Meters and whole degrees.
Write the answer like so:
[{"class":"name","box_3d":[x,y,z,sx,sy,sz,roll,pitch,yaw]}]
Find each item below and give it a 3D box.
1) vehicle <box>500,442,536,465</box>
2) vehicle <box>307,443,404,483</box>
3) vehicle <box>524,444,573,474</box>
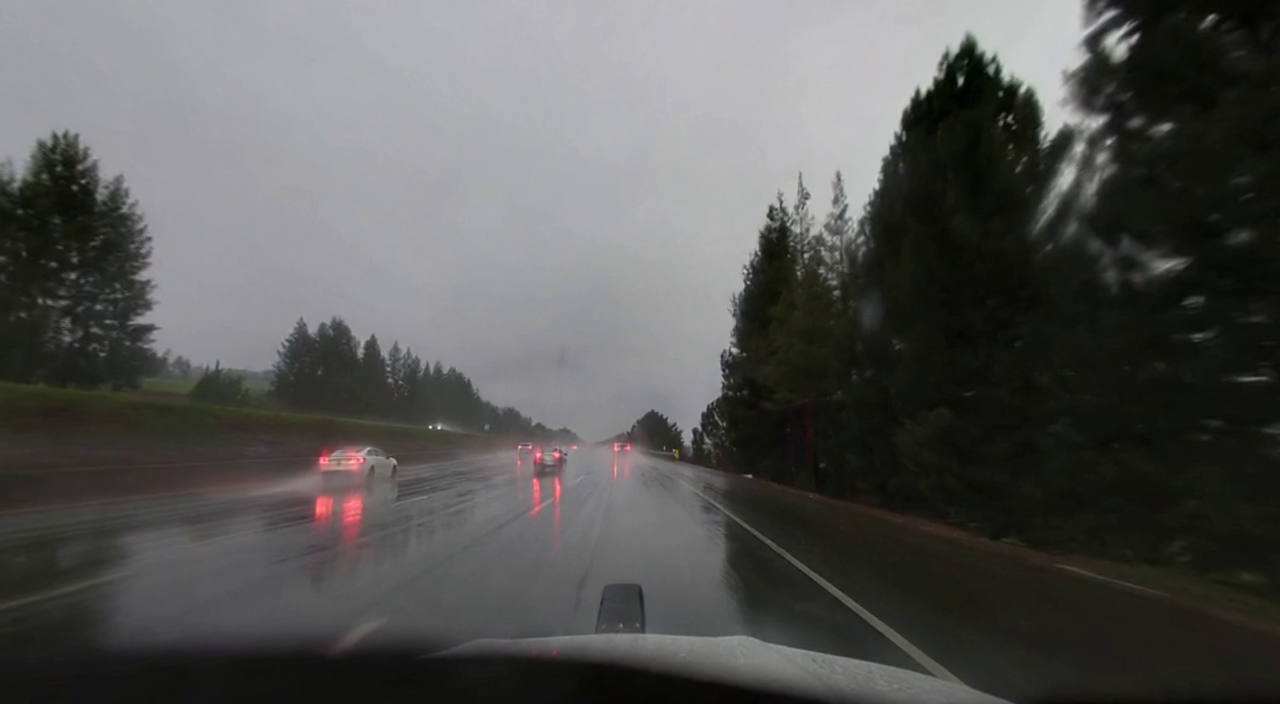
[{"class":"vehicle","box_3d":[-9.080,7.582,47.211,2.015,1.608,4.294,0,-9,-3]},{"class":"vehicle","box_3d":[-11.506,4.507,25.884,1.960,1.487,4.593,0,-9,-2]},{"class":"vehicle","box_3d":[-4.721,5.579,33.047,2.120,1.458,4.031,0,-9,-2]}]
